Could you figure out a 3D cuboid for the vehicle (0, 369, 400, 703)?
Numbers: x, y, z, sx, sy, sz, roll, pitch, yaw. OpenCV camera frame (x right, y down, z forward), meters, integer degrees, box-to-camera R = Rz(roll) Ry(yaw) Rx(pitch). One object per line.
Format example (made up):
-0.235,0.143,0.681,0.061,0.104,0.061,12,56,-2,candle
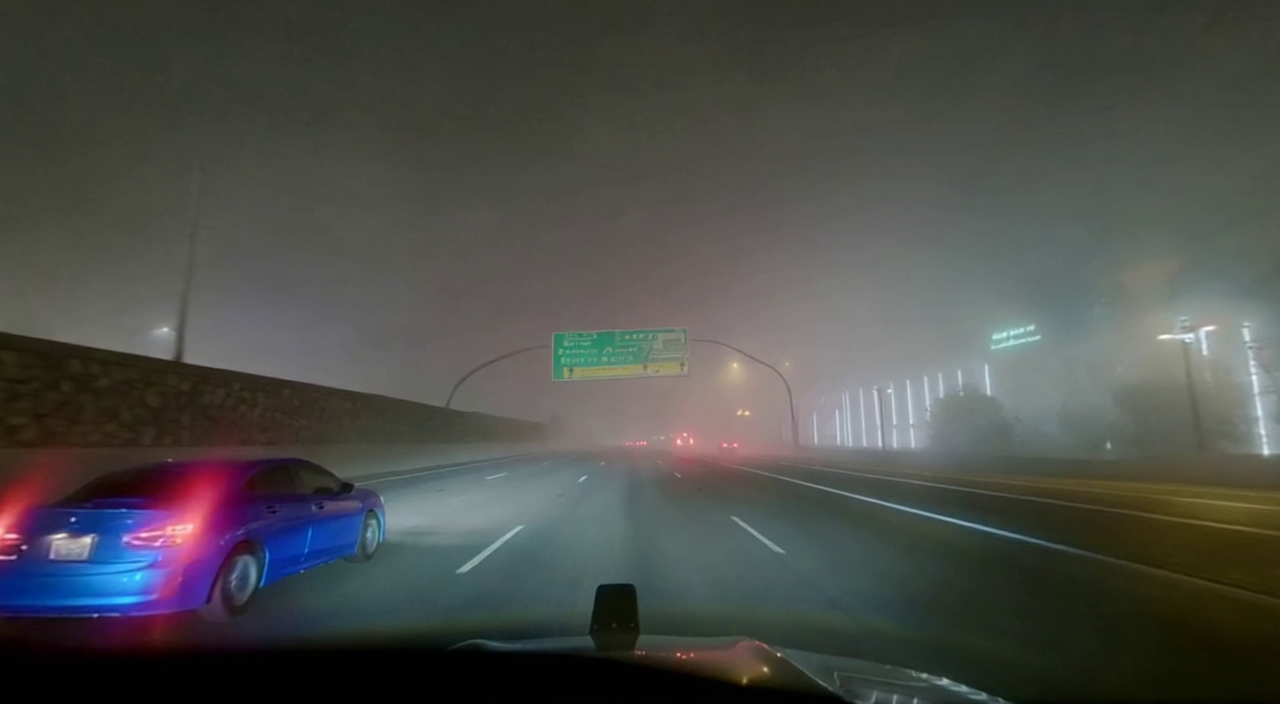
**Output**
-3.879,1.209,5.274,2.070,1.641,4.315,0,-8,-1,vehicle

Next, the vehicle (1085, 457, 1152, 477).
35.199,8.458,46.498,3.611,1.377,1.625,0,-8,0,vehicle
